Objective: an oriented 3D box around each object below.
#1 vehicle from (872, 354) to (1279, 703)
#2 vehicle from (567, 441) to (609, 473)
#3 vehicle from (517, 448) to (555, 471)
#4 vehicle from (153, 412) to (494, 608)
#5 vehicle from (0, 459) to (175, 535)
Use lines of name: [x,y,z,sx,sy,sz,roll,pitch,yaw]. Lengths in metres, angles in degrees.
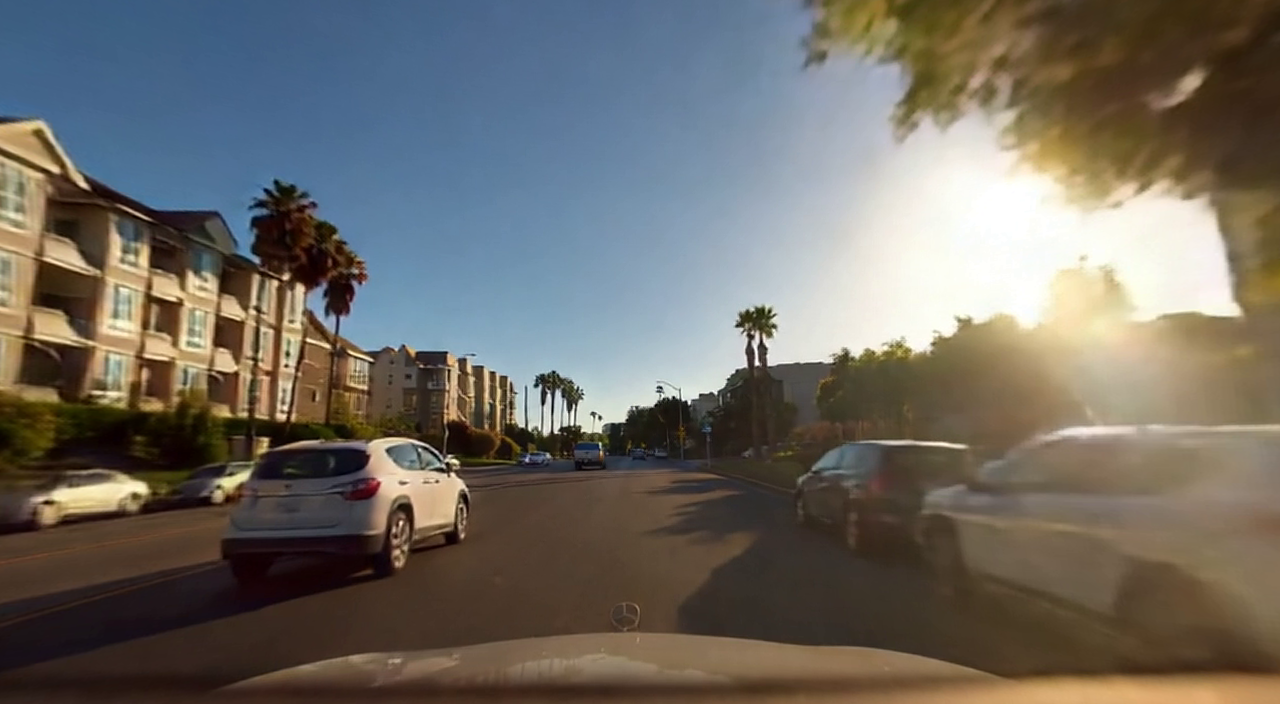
vehicle: [3.708,1.167,4.298,2.125,1.768,5.544,0,-9,0]
vehicle: [-3.126,6.399,38.670,1.994,1.810,5.057,0,-9,2]
vehicle: [-7.436,7.728,45.476,1.979,1.500,4.383,0,-9,0]
vehicle: [-3.179,1.657,7.434,1.929,1.651,3.948,0,-9,0]
vehicle: [-13.853,3.437,15.320,1.811,1.452,4.322,-3,-8,-1]
